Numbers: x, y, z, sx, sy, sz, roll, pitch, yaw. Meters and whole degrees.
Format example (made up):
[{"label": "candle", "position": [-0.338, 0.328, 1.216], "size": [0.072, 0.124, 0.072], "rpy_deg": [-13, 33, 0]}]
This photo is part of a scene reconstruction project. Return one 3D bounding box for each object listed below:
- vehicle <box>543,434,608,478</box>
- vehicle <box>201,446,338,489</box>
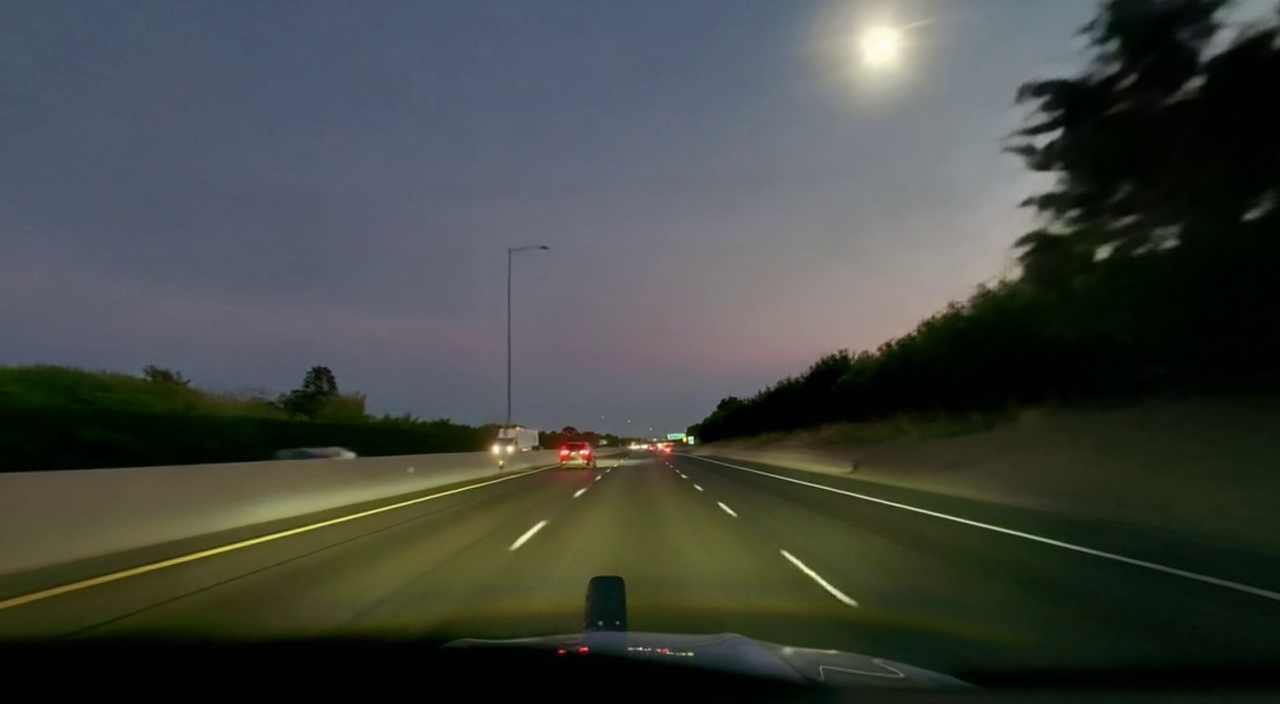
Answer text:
[{"label": "vehicle", "position": [-2.578, 4.317, 26.295], "size": [2.183, 1.662, 3.968], "rpy_deg": [0, -9, 1]}, {"label": "vehicle", "position": [-15.575, 4.855, 27.082], "size": [1.988, 1.630, 6.400], "rpy_deg": [0, -9, 0]}]
